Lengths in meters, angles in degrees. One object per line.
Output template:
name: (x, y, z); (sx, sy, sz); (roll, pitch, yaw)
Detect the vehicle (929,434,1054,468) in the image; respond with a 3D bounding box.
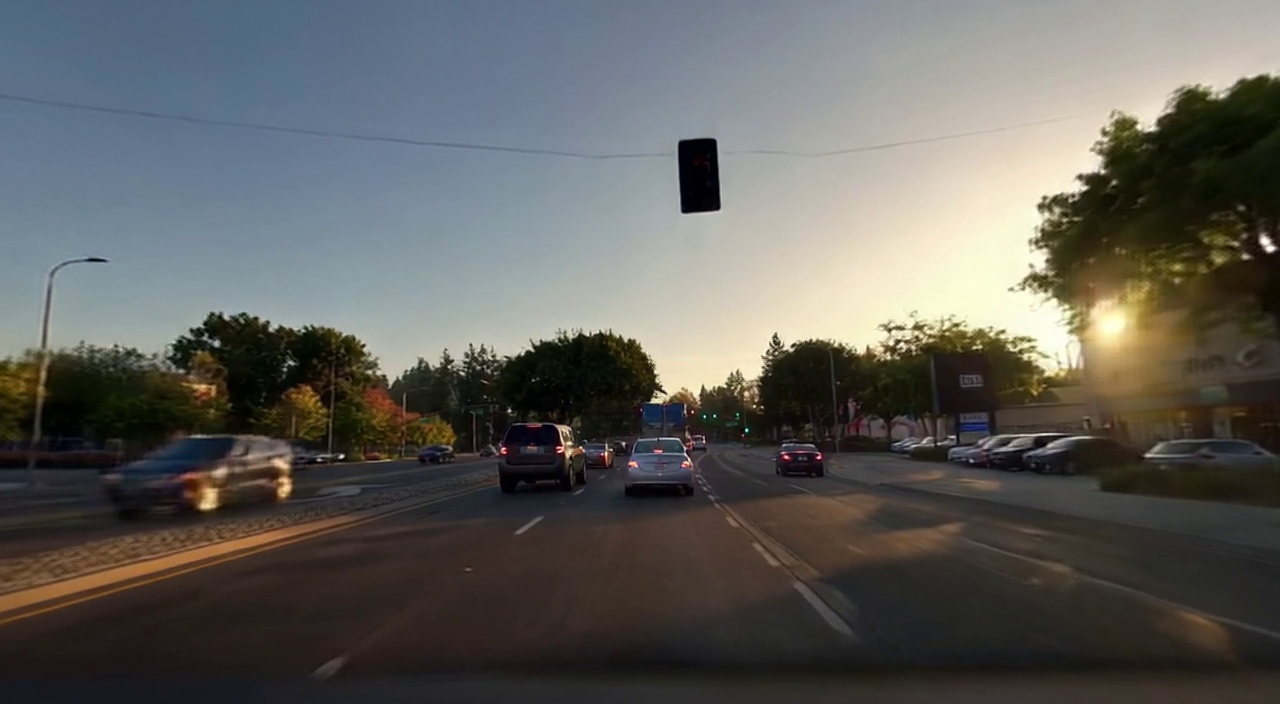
vehicle: (15.627, 4.410, 28.184); (4.436, 1.466, 1.875); (0, -8, -2)

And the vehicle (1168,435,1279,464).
vehicle: (32.085, 5.320, 34.370); (1.903, 1.447, 4.820); (1, -9, -11)

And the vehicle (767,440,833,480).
vehicle: (6.462, 4.382, 25.924); (1.900, 1.507, 4.151); (-1, -8, 5)

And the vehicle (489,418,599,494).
vehicle: (-2.655, 3.068, 18.950); (2.289, 1.935, 5.227); (-1, -8, 2)

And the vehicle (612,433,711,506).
vehicle: (0.420, 2.755, 15.232); (2.061, 1.494, 4.079); (0, -8, -1)

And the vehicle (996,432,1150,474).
vehicle: (16.202, 3.781, 23.766); (4.323, 1.496, 1.937); (0, -8, 0)

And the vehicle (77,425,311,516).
vehicle: (-8.612, 2.304, 12.732); (1.795, 1.508, 4.057); (0, -8, -1)
